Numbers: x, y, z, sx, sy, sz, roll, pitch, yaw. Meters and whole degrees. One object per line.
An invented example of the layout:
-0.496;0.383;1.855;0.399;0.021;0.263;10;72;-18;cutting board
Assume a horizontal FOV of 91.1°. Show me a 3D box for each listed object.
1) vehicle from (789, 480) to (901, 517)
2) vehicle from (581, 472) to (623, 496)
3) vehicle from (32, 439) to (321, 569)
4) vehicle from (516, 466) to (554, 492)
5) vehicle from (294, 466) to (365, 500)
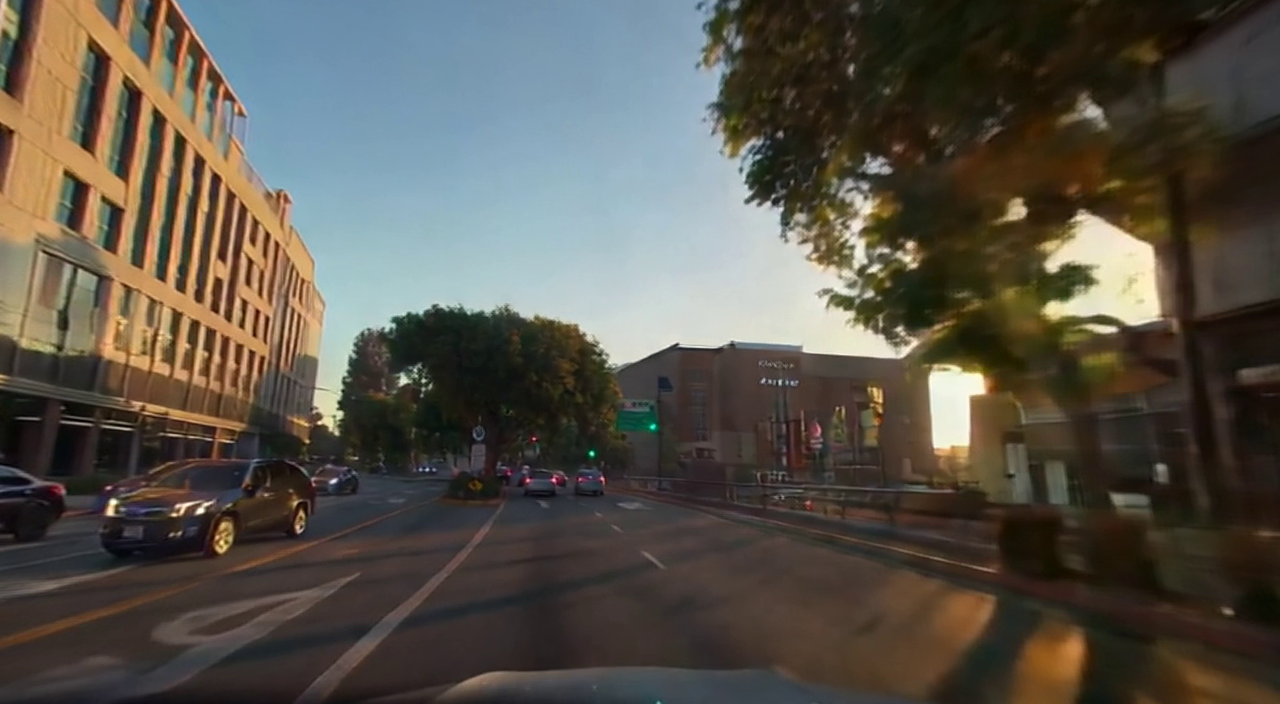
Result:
9.010;6.462;27.811;4.302;1.456;1.832;1;-10;-3;vehicle
-2.115;7.175;34.206;1.775;1.186;2.933;3;-11;-12;vehicle
-7.393;2.468;10.794;2.011;1.701;4.519;2;-11;-9;vehicle
-6.407;7.653;38.047;2.005;1.498;3.643;3;-11;-13;vehicle
-14.209;5.990;28.959;1.839;1.456;3.859;3;-11;-10;vehicle
